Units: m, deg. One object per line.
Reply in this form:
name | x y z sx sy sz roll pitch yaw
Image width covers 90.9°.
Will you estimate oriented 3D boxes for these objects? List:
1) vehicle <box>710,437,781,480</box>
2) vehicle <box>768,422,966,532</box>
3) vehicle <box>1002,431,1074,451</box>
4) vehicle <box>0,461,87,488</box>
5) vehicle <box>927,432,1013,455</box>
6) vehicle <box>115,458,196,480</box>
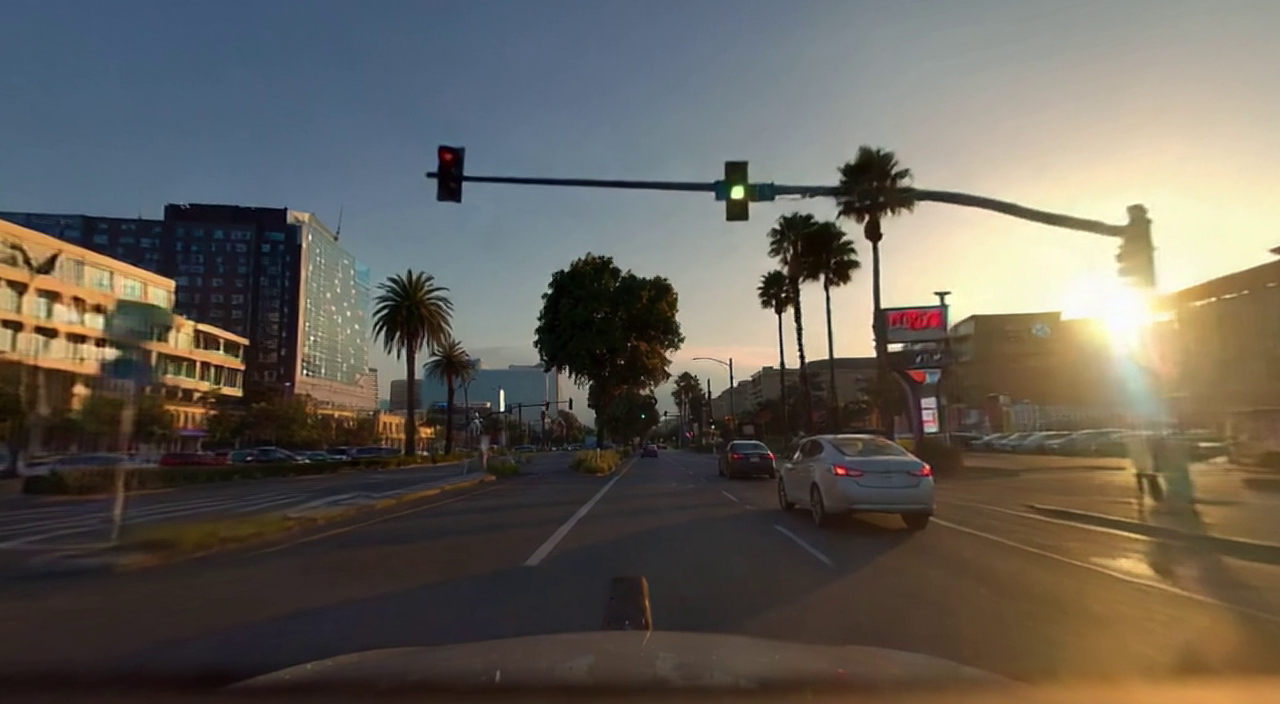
vehicle | 3.869 3.991 23.962 1.870 1.467 4.800 0 -8 0
vehicle | 3.632 2.066 11.016 1.931 1.534 4.126 0 -8 1
vehicle | 29.286 6.581 46.528 1.759 1.440 4.112 4 -9 -24
vehicle | -37.303 7.531 38.826 4.648 1.484 1.908 0 -8 1
vehicle | 21.587 6.000 41.320 4.532 1.477 1.914 -1 -8 3
vehicle | -36.264 8.741 47.228 4.500 1.448 1.901 -1 -8 1
